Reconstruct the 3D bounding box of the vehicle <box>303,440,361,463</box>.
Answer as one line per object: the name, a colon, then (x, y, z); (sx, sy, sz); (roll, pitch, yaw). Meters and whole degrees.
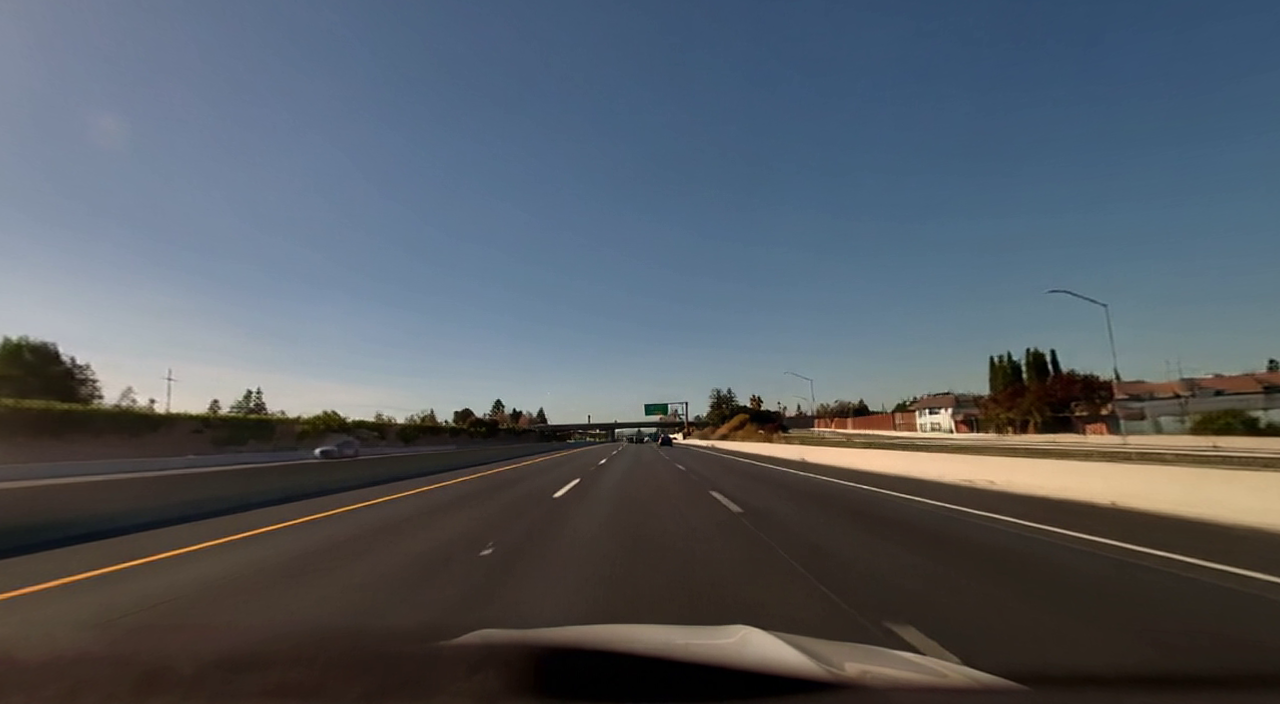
vehicle: (-23.289, 7.520, 47.883); (2.234, 1.621, 4.333); (0, -8, -1)
